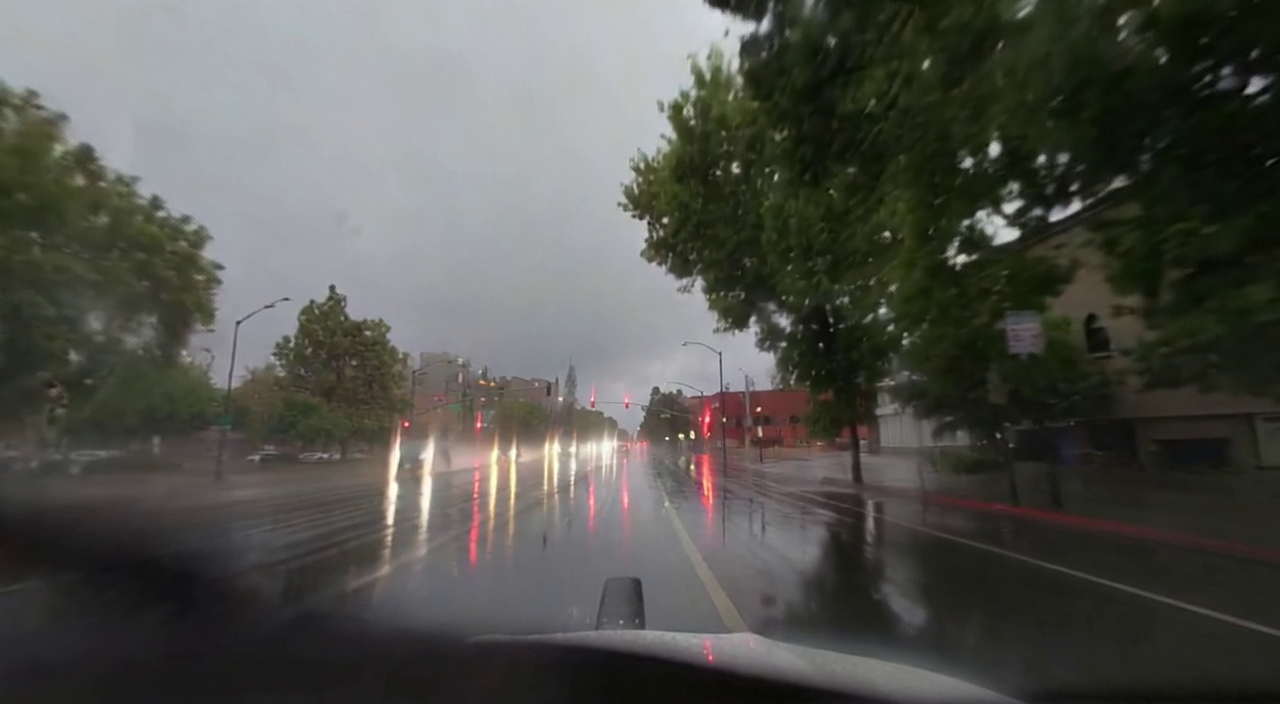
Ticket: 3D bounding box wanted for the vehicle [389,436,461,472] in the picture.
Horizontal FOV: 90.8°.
[{"bbox_3d":[-12.022,5.732,35.720,2.184,1.812,5.245,0,-9,0],"label":"vehicle"}]
